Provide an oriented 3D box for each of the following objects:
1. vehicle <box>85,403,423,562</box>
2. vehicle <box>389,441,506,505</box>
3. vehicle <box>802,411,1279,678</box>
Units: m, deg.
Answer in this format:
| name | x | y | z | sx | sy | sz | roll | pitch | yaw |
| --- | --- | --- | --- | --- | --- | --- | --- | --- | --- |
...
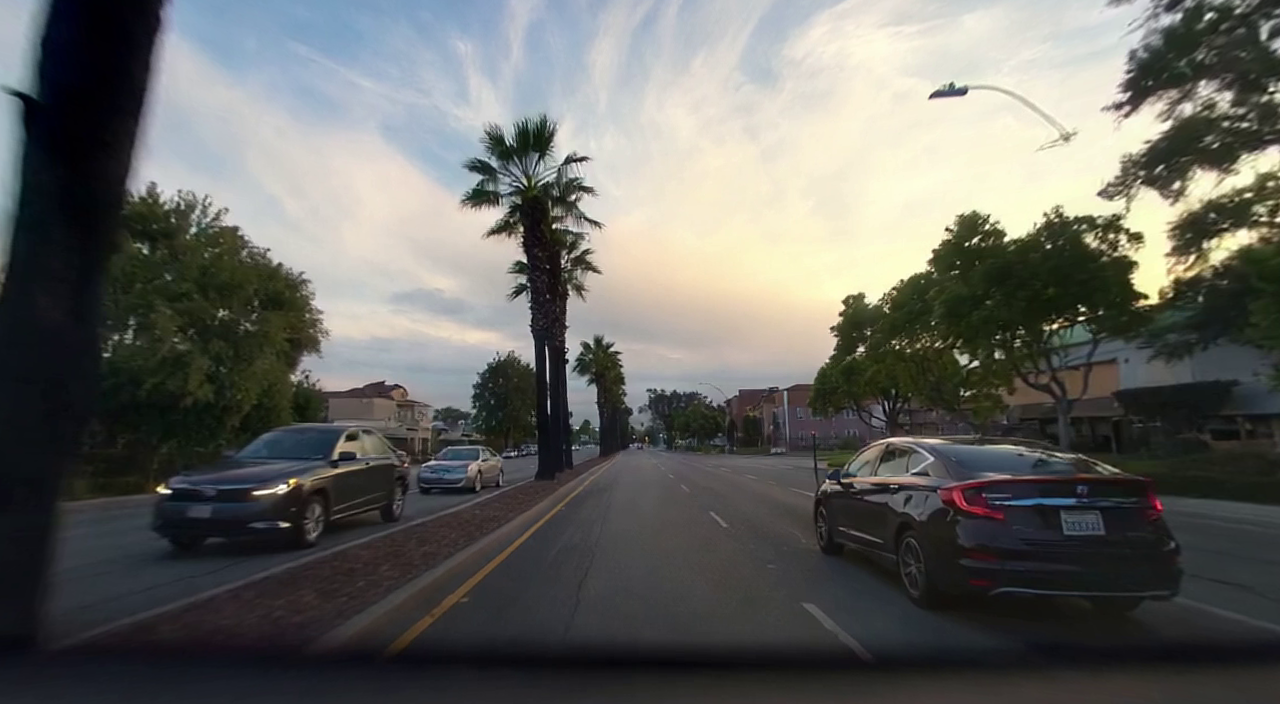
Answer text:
| name | x | y | z | sx | sy | sz | roll | pitch | yaw |
| --- | --- | --- | --- | --- | --- | --- | --- | --- | --- |
| vehicle | -5.225 | 1.854 | 9.746 | 1.917 | 1.756 | 5.264 | 0 | -9 | -1 |
| vehicle | -4.870 | 3.104 | 16.663 | 1.798 | 1.441 | 4.309 | 0 | -9 | -1 |
| vehicle | 3.159 | 1.443 | 5.970 | 1.989 | 1.492 | 4.689 | 0 | -9 | 0 |
